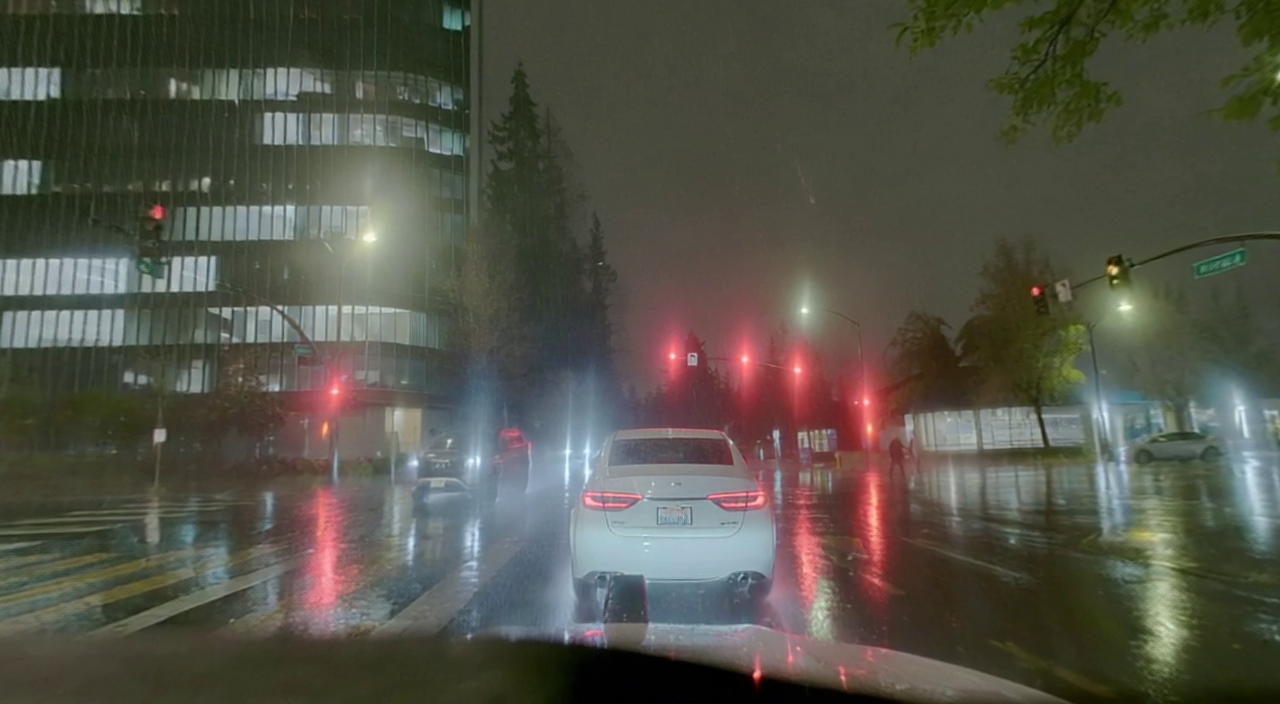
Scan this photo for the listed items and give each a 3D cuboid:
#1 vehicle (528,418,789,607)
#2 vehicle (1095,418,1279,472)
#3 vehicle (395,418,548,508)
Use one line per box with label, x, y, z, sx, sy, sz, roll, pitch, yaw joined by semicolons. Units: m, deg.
vehicle;-0.140;1.647;7.478;1.893;1.532;4.145;2;-9;-16
vehicle;19.137;3.265;22.212;4.675;1.772;1.945;0;-8;-1
vehicle;-4.054;2.819;16.451;2.317;1.924;5.518;0;-8;2
